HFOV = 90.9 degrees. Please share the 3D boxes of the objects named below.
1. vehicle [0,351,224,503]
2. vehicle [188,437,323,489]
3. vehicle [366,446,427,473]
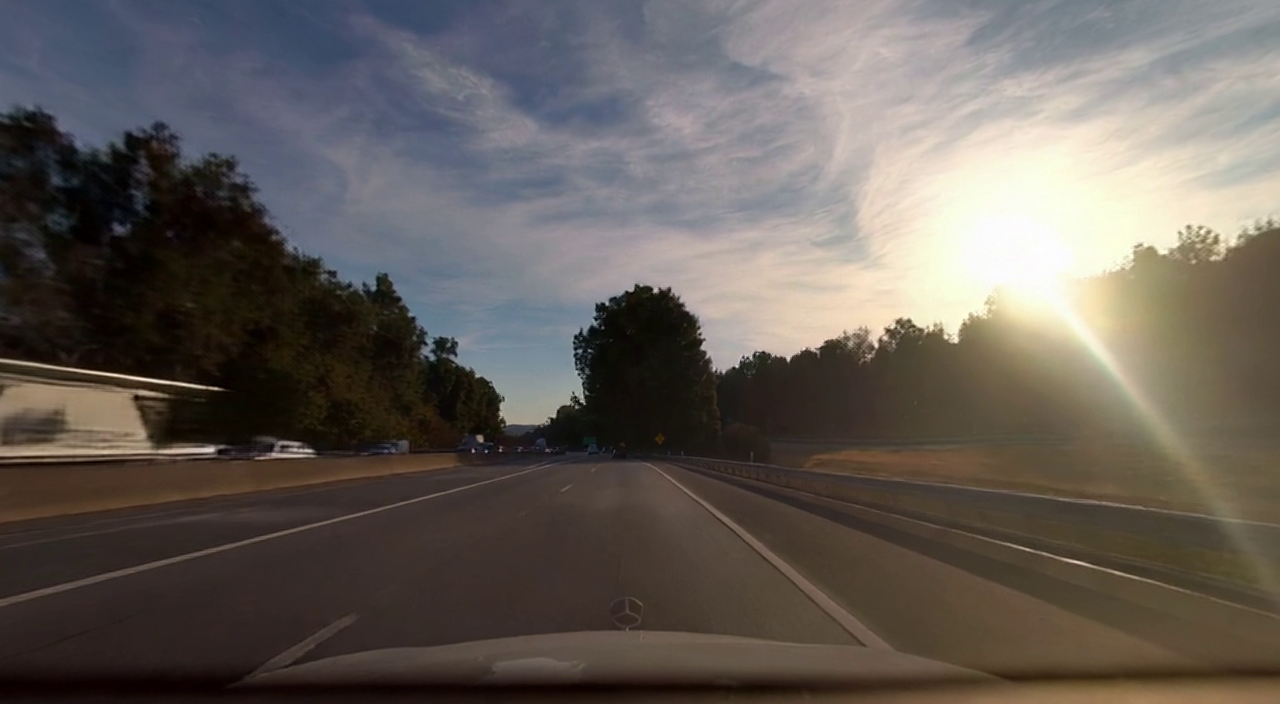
[{"bbox_3d":[-19.053,2.315,19.076,2.936,4.098,14.293,2,-9,1],"label":"vehicle"},{"bbox_3d":[-14.162,4.109,23.609,2.037,1.711,4.611,0,-9,1],"label":"vehicle"},{"bbox_3d":[-14.314,6.328,37.333,1.846,1.517,4.301,0,-9,0],"label":"vehicle"}]
